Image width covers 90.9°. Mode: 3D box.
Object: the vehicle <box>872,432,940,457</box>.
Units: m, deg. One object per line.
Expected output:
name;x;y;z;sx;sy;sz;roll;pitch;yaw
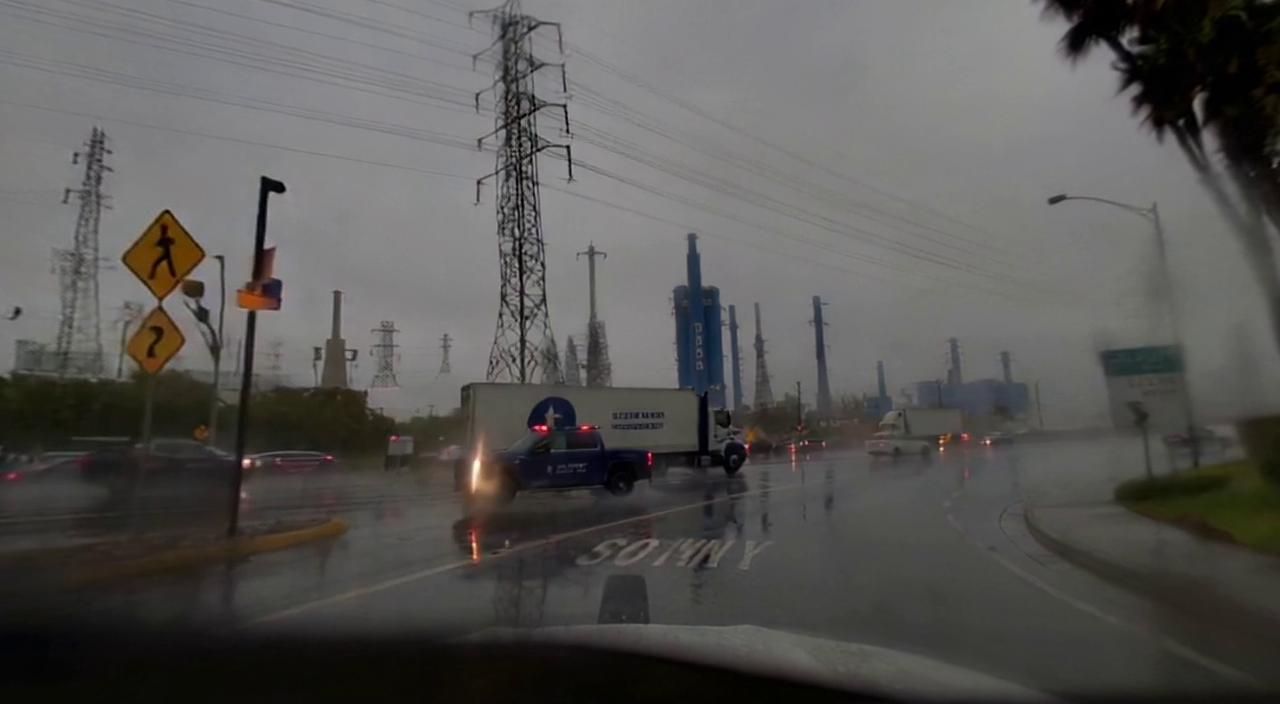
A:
vehicle;18.063;6.257;42.817;4.234;1.589;1.923;4;-10;-28

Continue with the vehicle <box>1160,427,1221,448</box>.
vehicle;43.141;6.725;49.420;4.543;1.586;1.983;4;-10;-28

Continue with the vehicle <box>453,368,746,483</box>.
vehicle;-1.291;3.057;25.565;11.567;3.933;2.903;4;-10;-29

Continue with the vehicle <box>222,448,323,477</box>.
vehicle;-18.931;5.685;32.632;4.325;1.388;1.748;4;-10;-29

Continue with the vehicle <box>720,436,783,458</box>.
vehicle;8.502;7.214;47.884;4.532;1.567;1.847;4;-10;-29

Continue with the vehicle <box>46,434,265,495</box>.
vehicle;-17.086;3.985;22.807;5.866;1.950;2.266;4;-10;-28

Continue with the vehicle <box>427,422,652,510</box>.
vehicle;-2.378;2.771;15.818;5.132;1.848;2.101;6;-10;-36
